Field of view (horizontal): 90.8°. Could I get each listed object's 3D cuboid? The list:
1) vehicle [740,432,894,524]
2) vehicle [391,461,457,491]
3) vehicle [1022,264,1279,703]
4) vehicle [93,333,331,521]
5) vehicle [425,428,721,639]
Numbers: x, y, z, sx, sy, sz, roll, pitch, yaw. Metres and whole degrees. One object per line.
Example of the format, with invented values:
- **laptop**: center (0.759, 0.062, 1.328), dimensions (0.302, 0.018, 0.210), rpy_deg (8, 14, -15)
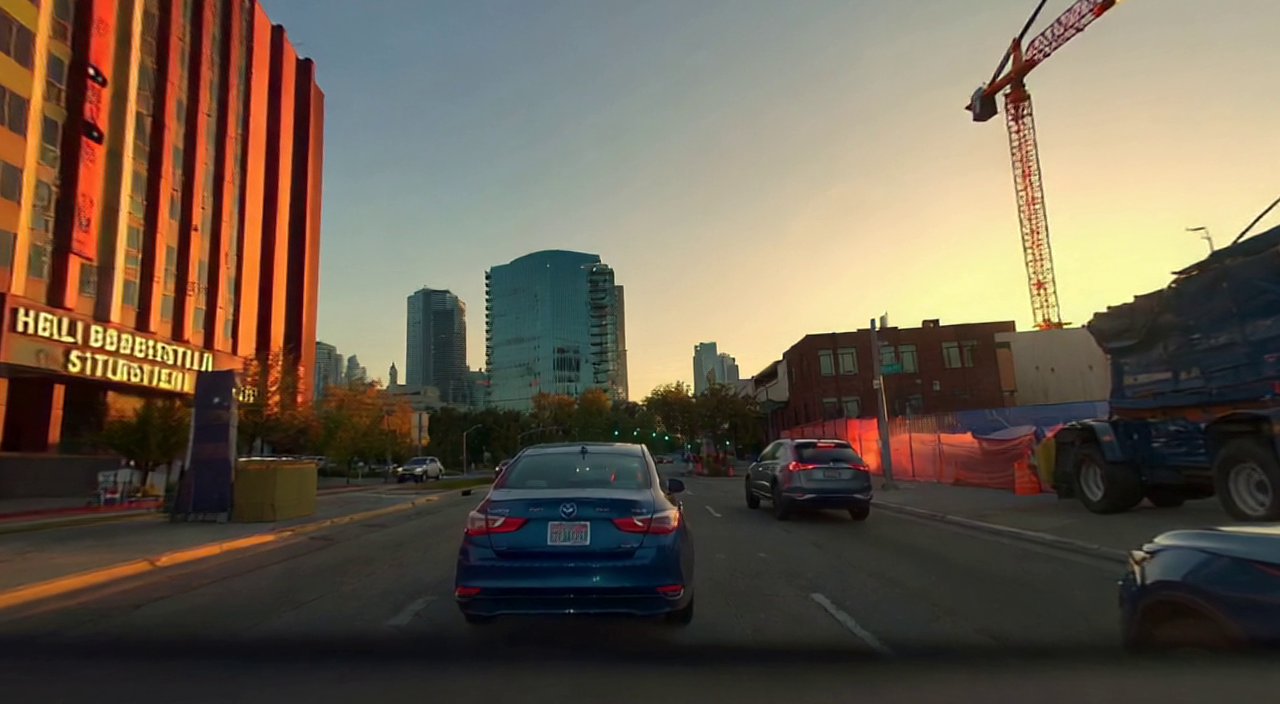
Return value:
- **vehicle**: center (3.888, 2.851, 14.977), dimensions (2.185, 1.797, 4.934), rpy_deg (0, -8, -1)
- **vehicle**: center (-12.519, 7.218, 36.946), dimensions (1.986, 1.476, 4.753), rpy_deg (-1, -8, 4)
- **vehicle**: center (3.341, 0.493, 1.043), dimensions (2.182, 1.954, 5.341), rpy_deg (0, -8, 2)
- **vehicle**: center (-9.093, 1.682, 13.923), dimensions (2.592, 3.548, 3.414), rpy_deg (-2, -9, 4)
- **vehicle**: center (-0.432, 1.622, 6.711), dimensions (2.131, 1.496, 4.193), rpy_deg (0, -8, 2)
